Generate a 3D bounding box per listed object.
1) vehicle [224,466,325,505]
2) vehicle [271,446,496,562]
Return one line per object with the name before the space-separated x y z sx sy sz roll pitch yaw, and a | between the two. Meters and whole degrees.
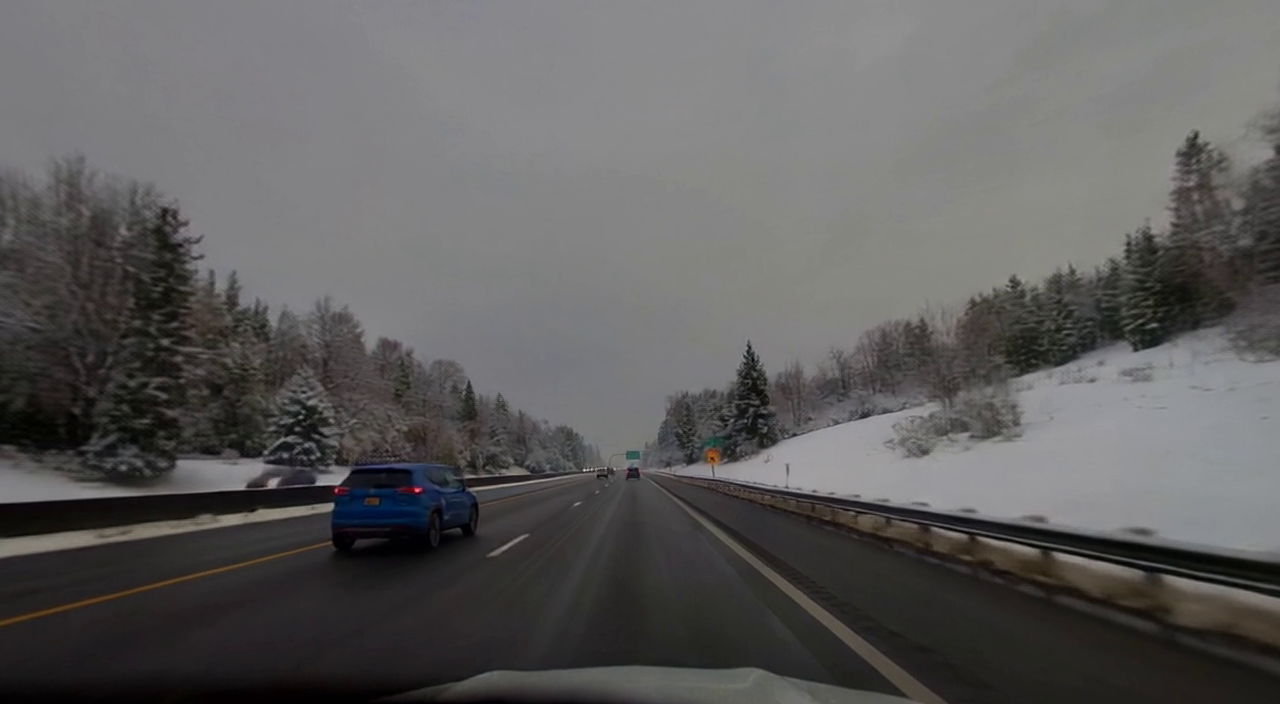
vehicle | -15.645 5.736 27.280 1.856 1.480 4.381 1 -11 -2
vehicle | -3.959 2.454 10.651 2.017 1.516 4.041 1 -11 1
